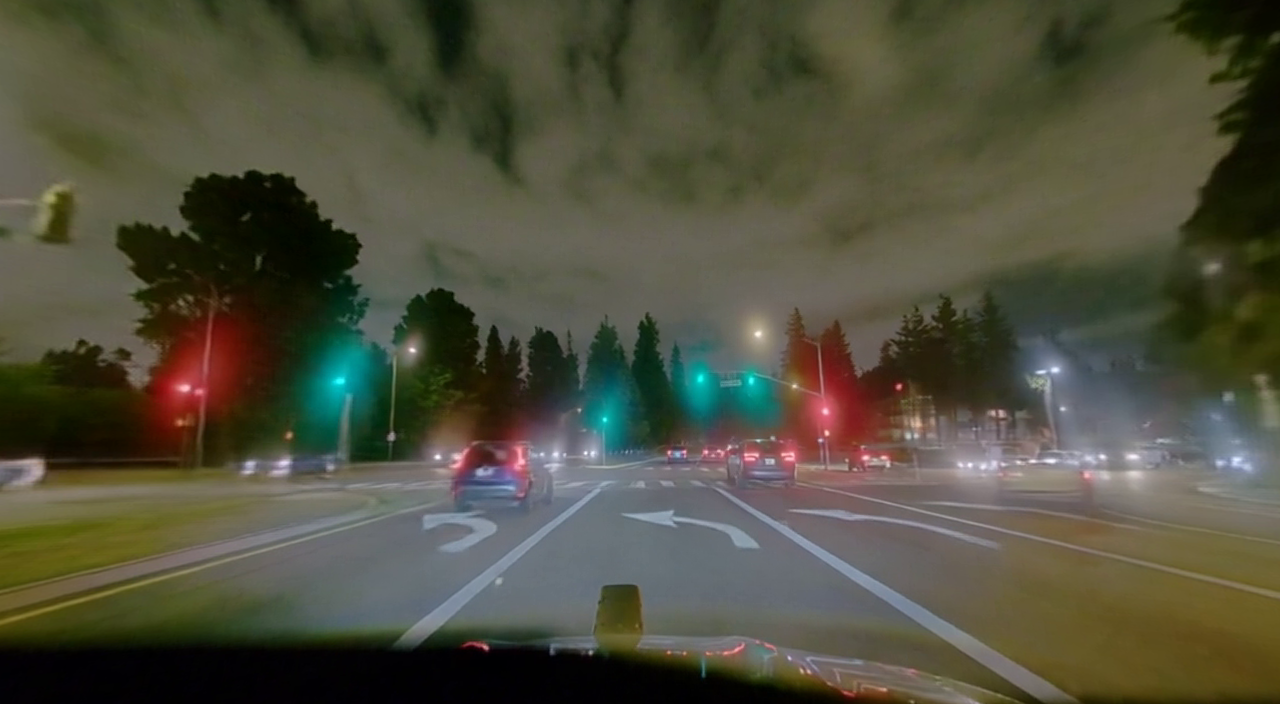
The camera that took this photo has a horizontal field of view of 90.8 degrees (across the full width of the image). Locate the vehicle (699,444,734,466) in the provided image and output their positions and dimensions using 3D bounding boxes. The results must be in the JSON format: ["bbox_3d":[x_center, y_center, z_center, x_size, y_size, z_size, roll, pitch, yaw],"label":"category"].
[{"bbox_3d":[5.306,7.191,44.370,2.064,1.474,4.389,0,-9,3],"label":"vehicle"}]

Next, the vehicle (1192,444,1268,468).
[{"bbox_3d":[43.936,7.750,47.064,4.315,1.694,2.134,3,-9,-18],"label":"vehicle"}]

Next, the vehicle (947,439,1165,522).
[{"bbox_3d":[8.662,2.678,13.708,1.949,1.492,4.103,0,-9,1],"label":"vehicle"}]

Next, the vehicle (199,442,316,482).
[{"bbox_3d":[-14.954,4.297,25.017,1.794,1.440,4.351,0,-9,2],"label":"vehicle"}]

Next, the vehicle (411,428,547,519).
[{"bbox_3d":[-3.595,2.805,15.153,2.258,1.812,4.650,1,-9,-3],"label":"vehicle"}]

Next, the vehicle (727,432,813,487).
[{"bbox_3d":[4.635,3.929,23.329,2.209,1.813,4.724,0,-9,1],"label":"vehicle"}]
